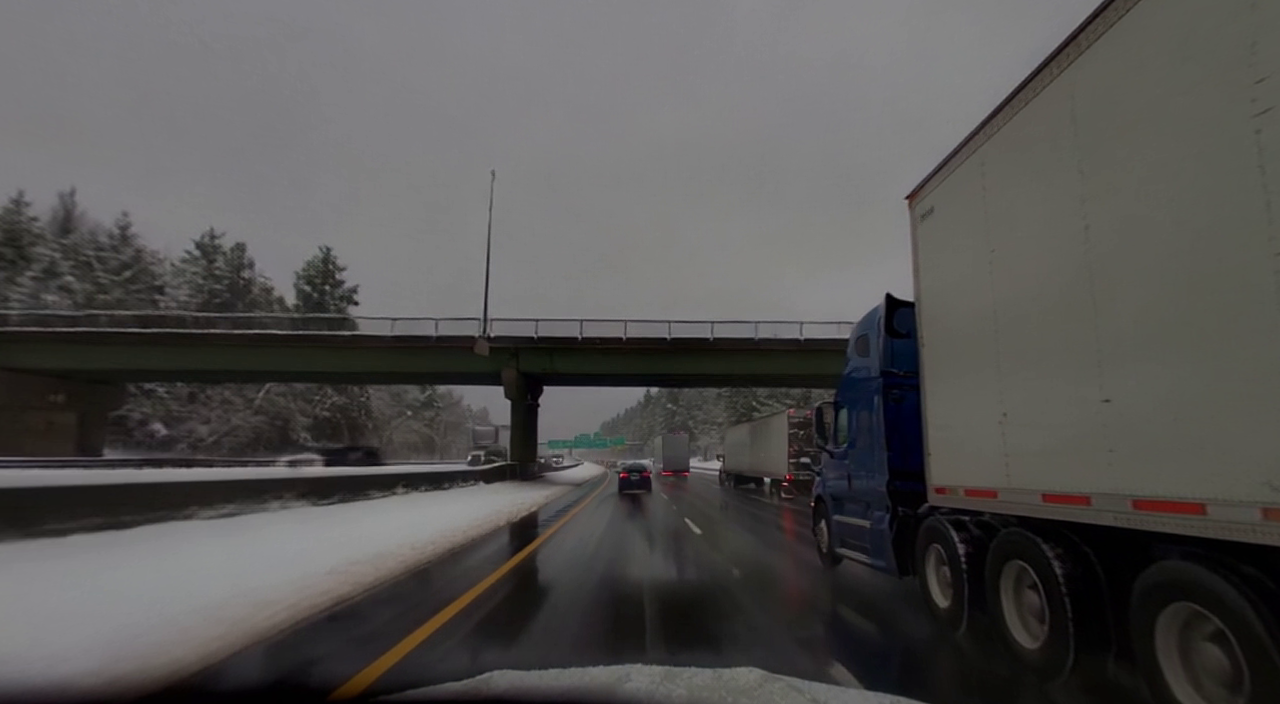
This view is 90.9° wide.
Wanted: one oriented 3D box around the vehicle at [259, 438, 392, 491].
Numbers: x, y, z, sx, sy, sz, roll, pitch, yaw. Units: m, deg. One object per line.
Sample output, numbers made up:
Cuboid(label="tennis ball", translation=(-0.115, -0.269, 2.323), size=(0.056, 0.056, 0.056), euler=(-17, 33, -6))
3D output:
Cuboid(label="vehicle", translation=(-9.865, 3.626, 20.220), size=(2.057, 1.495, 4.294), euler=(1, -11, -1))

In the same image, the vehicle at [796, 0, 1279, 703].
Cuboid(label="vehicle", translation=(3.732, -0.305, 1.805), size=(2.831, 4.150, 14.519), euler=(1, -11, 0))

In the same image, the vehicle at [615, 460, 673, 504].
Cuboid(label="vehicle", translation=(0.146, 5.075, 24.736), size=(2.067, 1.552, 3.601), euler=(1, -11, 0))

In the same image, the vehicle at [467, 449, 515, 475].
Cuboid(label="vehicle", translation=(-10.527, 7.838, 44.820), size=(2.207, 1.713, 4.723), euler=(1, -11, 0))
